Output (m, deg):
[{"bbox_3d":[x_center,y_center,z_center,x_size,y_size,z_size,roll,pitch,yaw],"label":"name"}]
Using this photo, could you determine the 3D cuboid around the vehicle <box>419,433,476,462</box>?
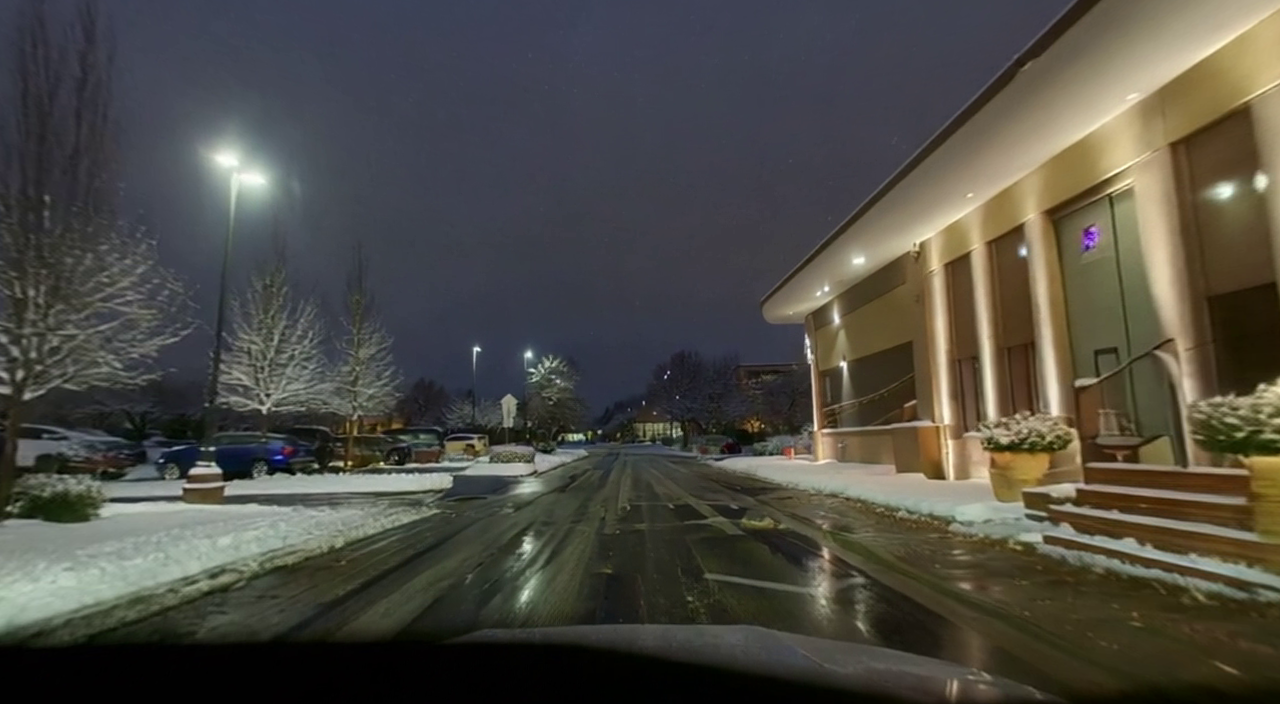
[{"bbox_3d":[-10.523,5.238,34.927,1.891,1.464,4.646,1,-8,-3],"label":"vehicle"}]

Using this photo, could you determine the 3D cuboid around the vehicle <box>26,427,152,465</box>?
[{"bbox_3d":[-24.636,4.209,28.465,1.773,1.498,4.085,3,-8,3],"label":"vehicle"}]

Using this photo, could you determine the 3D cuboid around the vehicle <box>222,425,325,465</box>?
[{"bbox_3d":[-16.209,4.155,28.238,1.928,1.613,4.197,0,-8,2],"label":"vehicle"}]

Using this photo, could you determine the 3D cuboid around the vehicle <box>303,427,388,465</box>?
[{"bbox_3d":[-13.246,4.261,28.726,1.892,1.597,4.259,0,-8,-2],"label":"vehicle"}]

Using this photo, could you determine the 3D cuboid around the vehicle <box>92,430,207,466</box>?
[{"bbox_3d":[-21.668,4.248,28.121,1.909,1.474,3.908,0,-8,1],"label":"vehicle"}]

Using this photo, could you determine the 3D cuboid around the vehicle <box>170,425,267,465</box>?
[{"bbox_3d":[-18.798,4.163,28.409,1.902,1.645,3.903,1,-8,-5],"label":"vehicle"}]

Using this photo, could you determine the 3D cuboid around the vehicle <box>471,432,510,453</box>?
[{"bbox_3d":[-10.964,6.696,46.563,1.968,1.473,4.493,0,-8,-3],"label":"vehicle"}]

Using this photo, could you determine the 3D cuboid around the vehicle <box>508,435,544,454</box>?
[{"bbox_3d":[-8.544,6.944,47.533,1.898,1.335,3.869,0,-8,1],"label":"vehicle"}]
